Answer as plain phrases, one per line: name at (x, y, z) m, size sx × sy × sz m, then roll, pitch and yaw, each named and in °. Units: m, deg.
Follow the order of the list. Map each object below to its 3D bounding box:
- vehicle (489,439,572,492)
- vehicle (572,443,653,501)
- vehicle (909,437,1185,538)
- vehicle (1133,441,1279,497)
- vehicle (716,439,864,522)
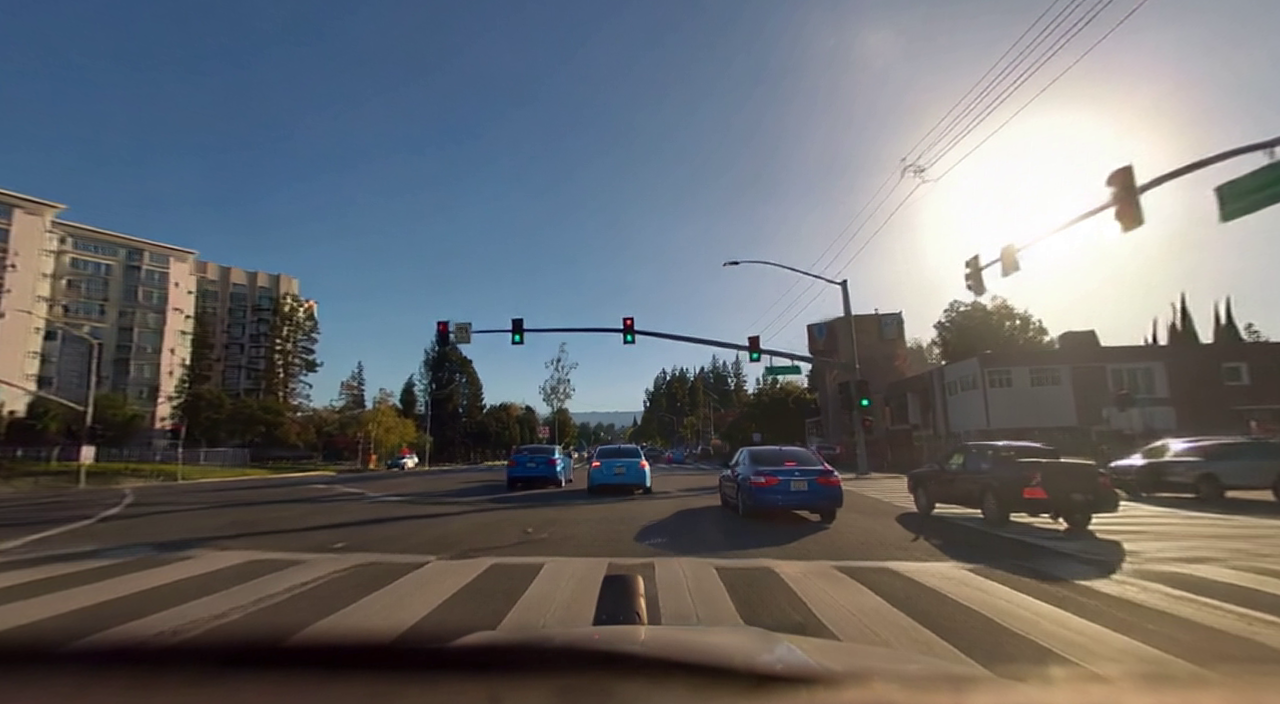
vehicle at (-3.610, 3.828, 21.714) m, size 2.073 × 1.606 × 4.364 m, roll 0°, pitch -8°, yaw 0°
vehicle at (-0.737, 3.400, 18.388) m, size 2.065 × 1.464 × 4.216 m, roll 0°, pitch -8°, yaw -1°
vehicle at (6.907, 2.312, 11.489) m, size 2.004 × 1.455 × 4.417 m, roll 0°, pitch -8°, yaw -1°
vehicle at (17.126, 3.212, 17.609) m, size 4.828 × 1.456 × 2.037 m, roll -1°, pitch -9°, yaw 8°
vehicle at (3.038, 2.699, 13.888) m, size 2.053 × 1.490 × 4.464 m, roll 0°, pitch -8°, yaw -1°
